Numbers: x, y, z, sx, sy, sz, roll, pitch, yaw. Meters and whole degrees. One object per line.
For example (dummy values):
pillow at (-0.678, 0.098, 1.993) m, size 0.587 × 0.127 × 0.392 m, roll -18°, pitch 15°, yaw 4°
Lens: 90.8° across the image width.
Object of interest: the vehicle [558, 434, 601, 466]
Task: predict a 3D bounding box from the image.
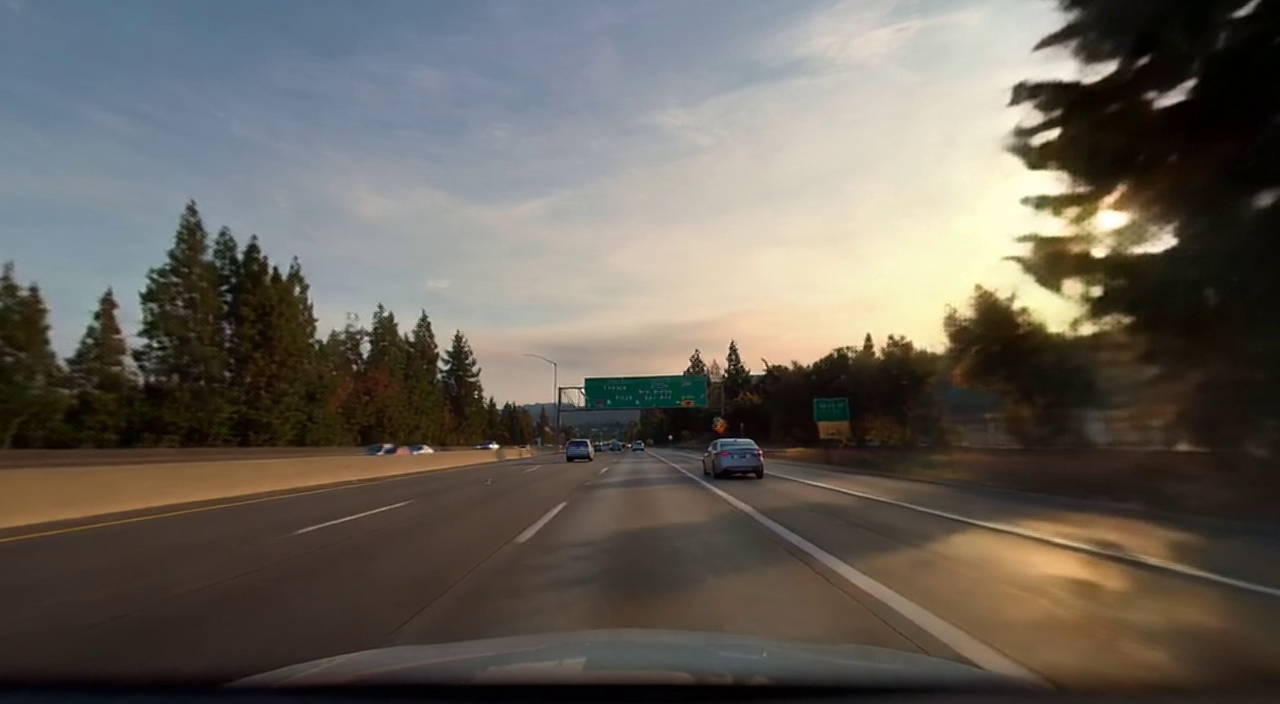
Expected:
vehicle at (-3.549, 5.898, 38.042) m, size 2.173 × 1.793 × 4.564 m, roll 0°, pitch -9°, yaw 0°

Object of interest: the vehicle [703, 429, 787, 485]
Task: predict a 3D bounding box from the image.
vehicle at (3.430, 3.538, 21.508) m, size 2.053 × 1.714 × 4.097 m, roll 0°, pitch -9°, yaw -1°
